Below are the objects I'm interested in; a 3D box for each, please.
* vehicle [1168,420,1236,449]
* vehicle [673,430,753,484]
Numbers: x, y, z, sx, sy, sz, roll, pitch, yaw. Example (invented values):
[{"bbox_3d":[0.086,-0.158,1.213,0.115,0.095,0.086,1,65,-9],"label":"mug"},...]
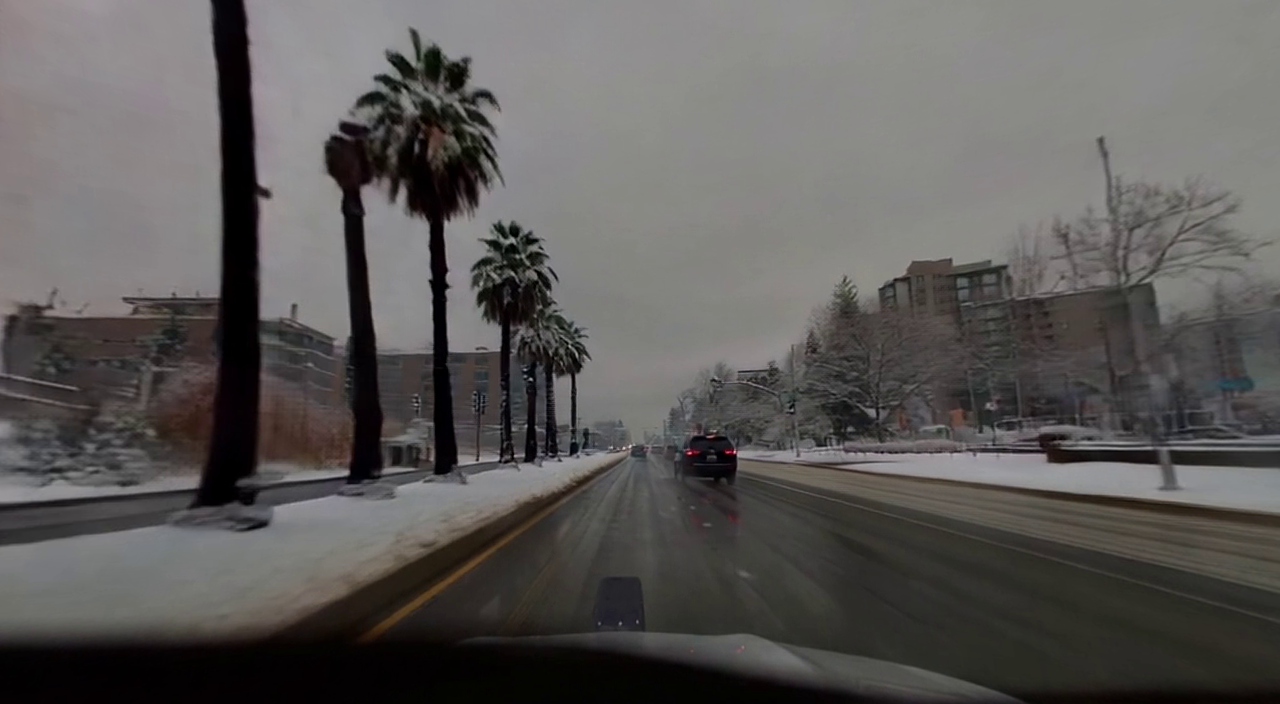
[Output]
[{"bbox_3d":[35.150,5.233,39.659,2.287,1.669,4.382,-6,-10,31],"label":"vehicle"},{"bbox_3d":[2.890,4.390,26.568,2.559,2.017,5.562,0,-9,-1],"label":"vehicle"}]
